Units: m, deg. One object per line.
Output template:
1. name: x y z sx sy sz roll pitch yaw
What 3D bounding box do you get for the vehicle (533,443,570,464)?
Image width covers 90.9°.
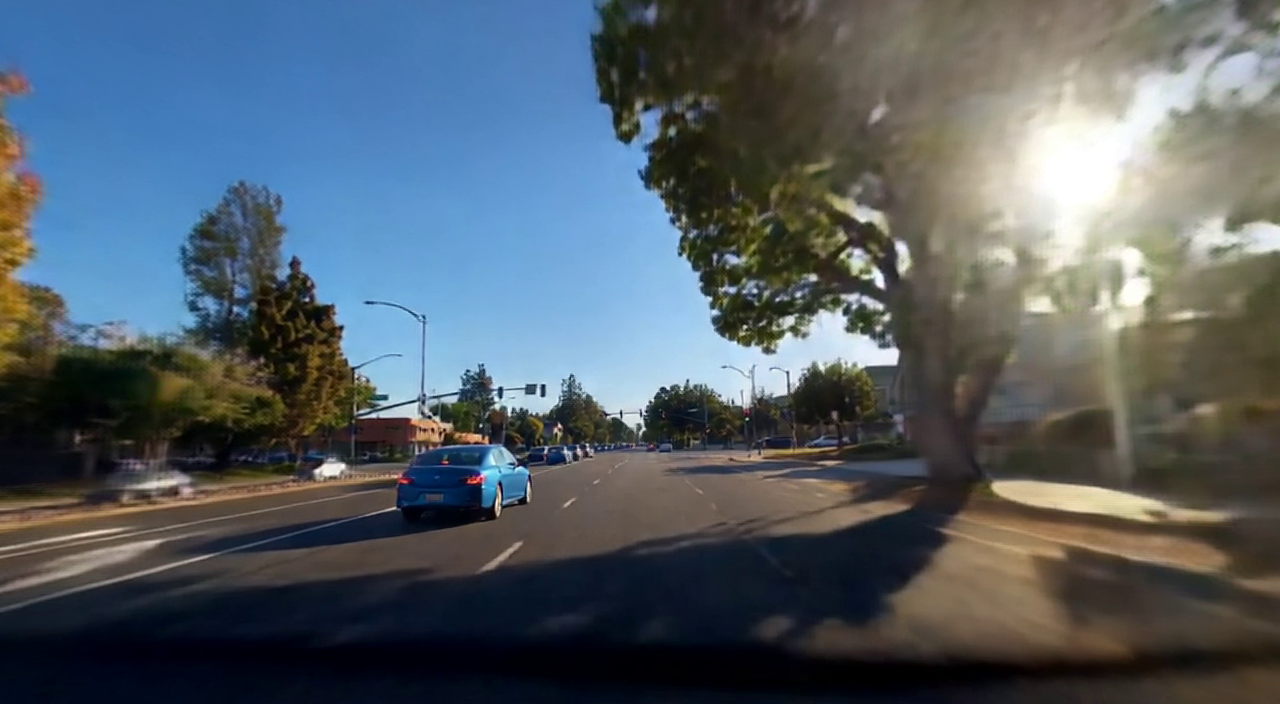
1. vehicle: -6.441 7.424 46.114 2.006 1.461 4.476 0 -9 1

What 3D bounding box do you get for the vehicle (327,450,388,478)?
1. vehicle: -17.726 7.044 39.772 1.832 1.628 4.222 0 -9 1

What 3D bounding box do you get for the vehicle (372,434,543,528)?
1. vehicle: -3.248 2.385 12.274 1.924 1.480 4.421 0 -9 1

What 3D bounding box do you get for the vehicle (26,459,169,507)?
1. vehicle: -22.006 5.285 25.851 1.982 1.656 4.316 0 -9 1
